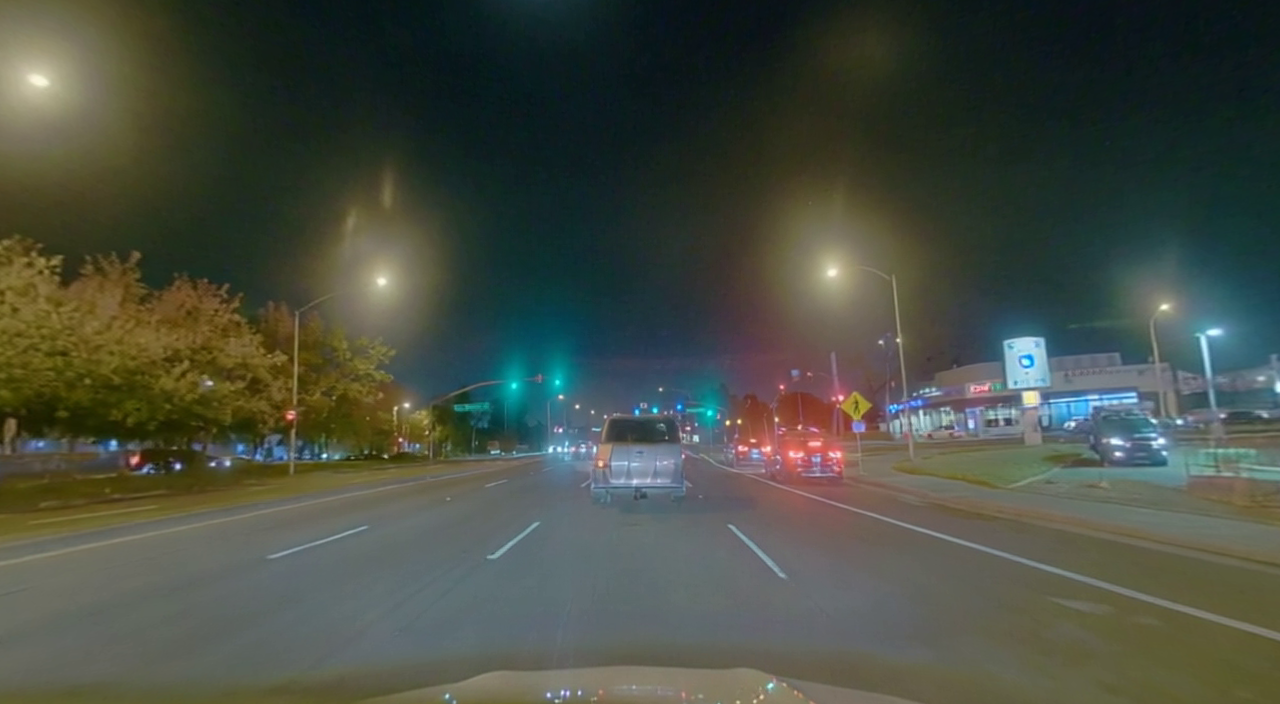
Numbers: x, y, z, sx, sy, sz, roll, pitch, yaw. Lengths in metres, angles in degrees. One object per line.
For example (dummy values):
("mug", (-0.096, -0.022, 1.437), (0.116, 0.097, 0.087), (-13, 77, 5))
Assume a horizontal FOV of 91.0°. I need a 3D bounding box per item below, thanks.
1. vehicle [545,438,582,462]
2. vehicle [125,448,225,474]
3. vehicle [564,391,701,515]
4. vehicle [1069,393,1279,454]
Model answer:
("vehicle", (-5.920, 7.612, 49.105), (2.068, 1.750, 4.361), (-1, -8, 3))
("vehicle", (-36.048, 8.425, 48.948), (5.755, 1.945, 2.403), (0, -8, -1))
("vehicle", (-0.277, 2.158, 13.798), (2.350, 2.122, 5.801), (0, -8, -3))
("vehicle", (14.806, 2.015, 17.194), (4.986, 1.467, 2.025), (-6, -10, 34))
